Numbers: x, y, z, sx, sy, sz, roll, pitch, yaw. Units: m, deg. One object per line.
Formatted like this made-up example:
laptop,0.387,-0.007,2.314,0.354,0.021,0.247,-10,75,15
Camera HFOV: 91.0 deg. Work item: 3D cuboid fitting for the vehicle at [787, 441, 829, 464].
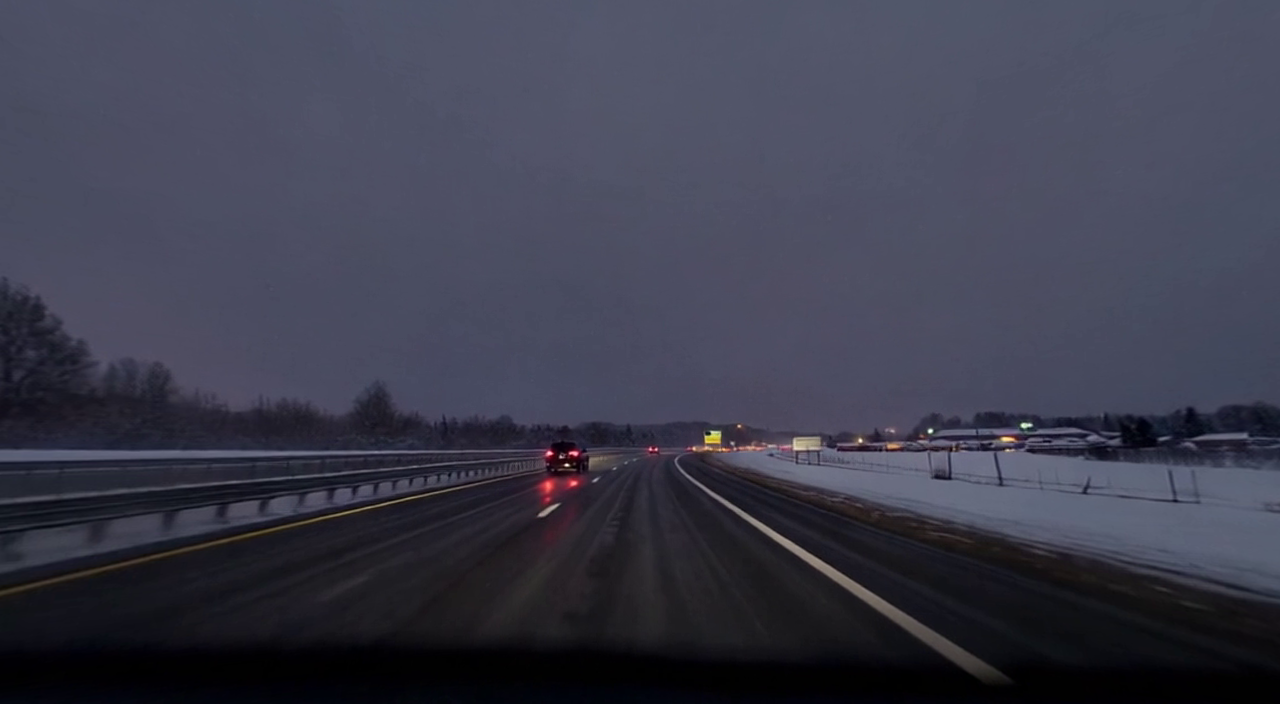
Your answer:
vehicle,12.213,7.318,45.896,1.831,1.574,3.868,0,-8,-2

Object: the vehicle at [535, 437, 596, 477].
vehicle,-3.468,5.037,30.462,2.193,1.771,4.757,0,-9,2
